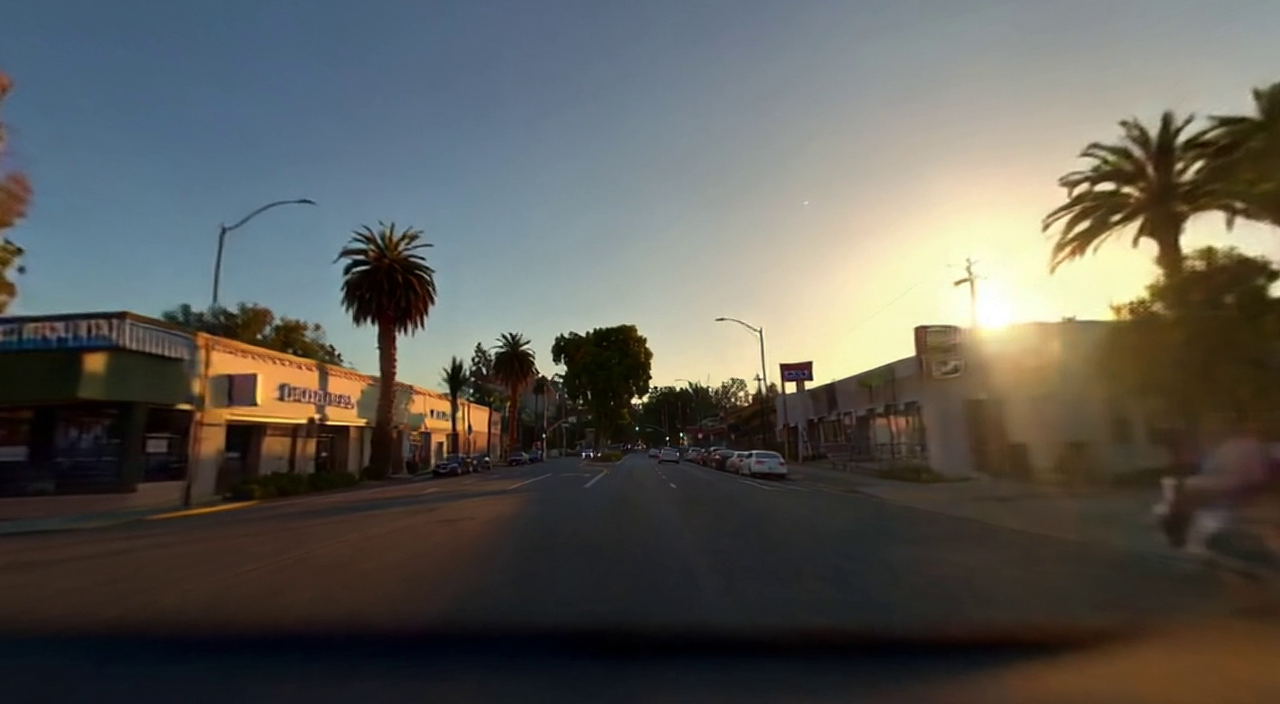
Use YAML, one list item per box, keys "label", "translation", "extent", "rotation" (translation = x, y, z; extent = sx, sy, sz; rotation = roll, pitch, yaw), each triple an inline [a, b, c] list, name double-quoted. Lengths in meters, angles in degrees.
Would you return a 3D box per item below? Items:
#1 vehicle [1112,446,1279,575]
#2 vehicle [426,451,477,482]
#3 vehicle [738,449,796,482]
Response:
- label: "vehicle"
  translation: [8.787, 2.150, 9.382]
  extent: [2.067, 1.477, 4.653]
  rotation: [-8, -12, 44]
- label: "vehicle"
  translation: [-13.023, 7.890, 43.930]
  extent: [1.975, 1.570, 5.265]
  rotation: [-8, -7, -3]
- label: "vehicle"
  translation: [6.364, 5.701, 32.136]
  extent: [1.840, 1.503, 4.760]
  rotation: [0, -8, -1]
